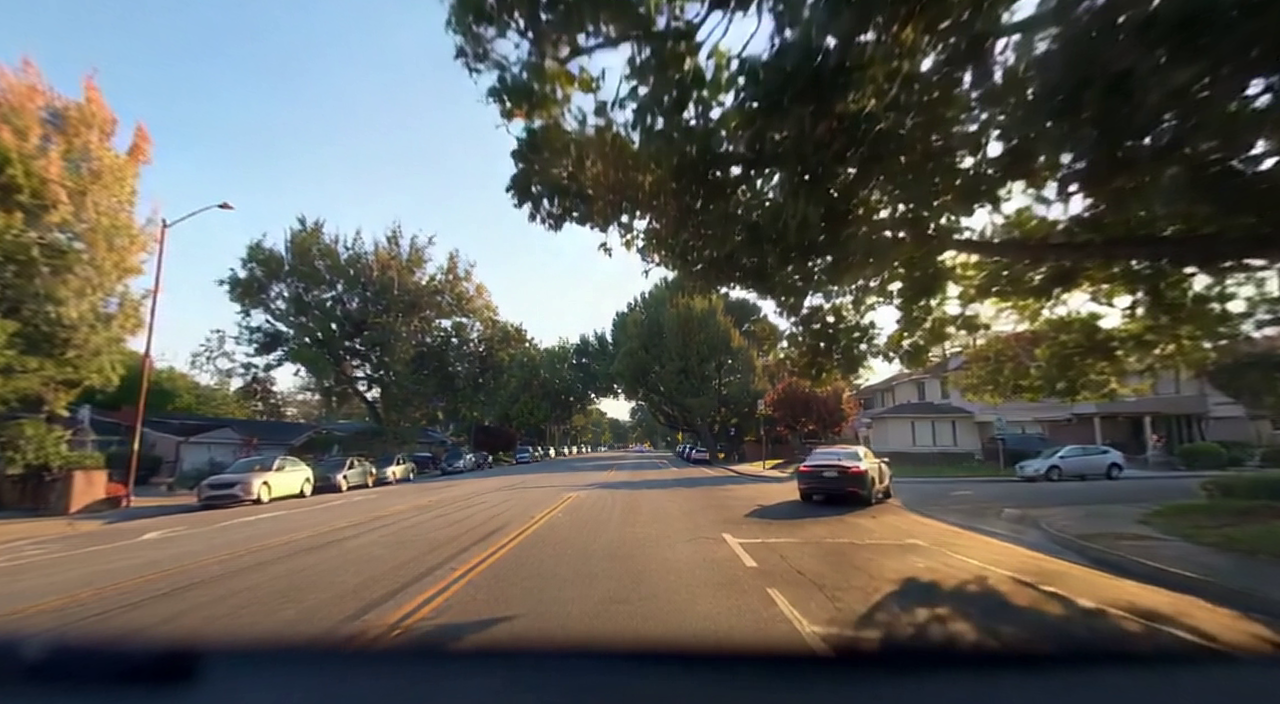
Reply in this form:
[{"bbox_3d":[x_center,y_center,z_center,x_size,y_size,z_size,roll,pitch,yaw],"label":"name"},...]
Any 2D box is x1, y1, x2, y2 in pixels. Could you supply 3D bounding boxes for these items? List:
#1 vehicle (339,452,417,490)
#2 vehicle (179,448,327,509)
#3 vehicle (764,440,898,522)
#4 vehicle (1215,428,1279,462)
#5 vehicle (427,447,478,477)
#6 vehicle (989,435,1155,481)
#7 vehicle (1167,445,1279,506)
[{"bbox_3d":[-12.215,5.553,29.798,1.795,1.472,4.601,-4,-9,-1],"label":"vehicle"},{"bbox_3d":[-12.336,4.007,20.554,1.938,1.754,4.315,0,-9,1],"label":"vehicle"},{"bbox_3d":[4.397,2.733,14.050,2.022,1.471,4.432,-4,-10,27],"label":"vehicle"},{"bbox_3d":[33.930,4.974,33.768,1.906,1.732,4.668,0,-9,0],"label":"vehicle"},{"bbox_3d":[-12.355,7.236,41.898,1.988,1.741,4.379,-5,-9,0],"label":"vehicle"},{"bbox_3d":[18.216,4.491,26.868,5.369,1.857,2.174,0,-9,2],"label":"vehicle"},{"bbox_3d":[18.033,3.424,17.932,4.312,1.426,1.940,-4,-10,-2],"label":"vehicle"}]
